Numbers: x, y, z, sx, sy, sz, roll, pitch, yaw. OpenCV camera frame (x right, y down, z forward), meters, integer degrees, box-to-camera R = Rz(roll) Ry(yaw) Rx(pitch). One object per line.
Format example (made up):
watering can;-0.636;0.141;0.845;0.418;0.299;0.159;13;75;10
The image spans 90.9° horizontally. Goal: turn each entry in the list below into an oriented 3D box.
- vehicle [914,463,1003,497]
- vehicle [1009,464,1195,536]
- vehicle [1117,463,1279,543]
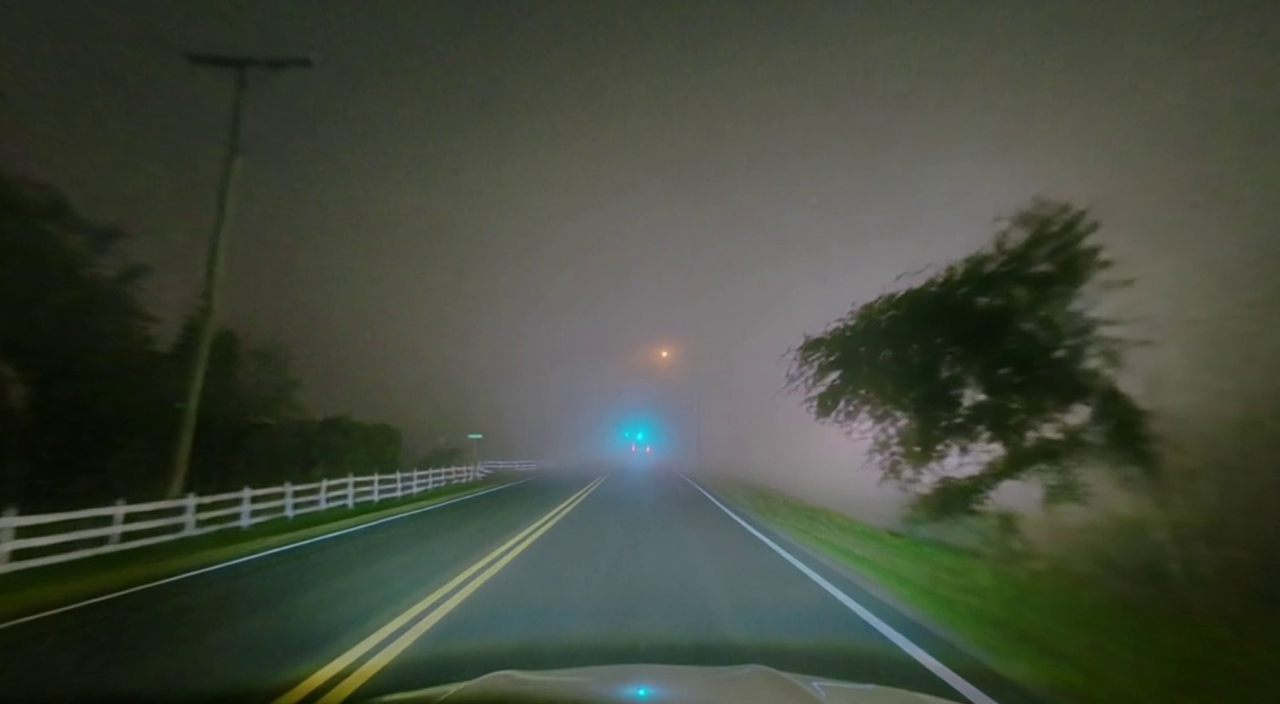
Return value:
vehicle;16.070;6.466;32.092;2.001;1.450;4.481;0;-8;-2
vehicle;14.287;4.563;20.044;2.009;1.781;5.311;0;-8;2
vehicle;18.189;4.465;19.177;2.328;1.955;5.699;-2;-9;-8
